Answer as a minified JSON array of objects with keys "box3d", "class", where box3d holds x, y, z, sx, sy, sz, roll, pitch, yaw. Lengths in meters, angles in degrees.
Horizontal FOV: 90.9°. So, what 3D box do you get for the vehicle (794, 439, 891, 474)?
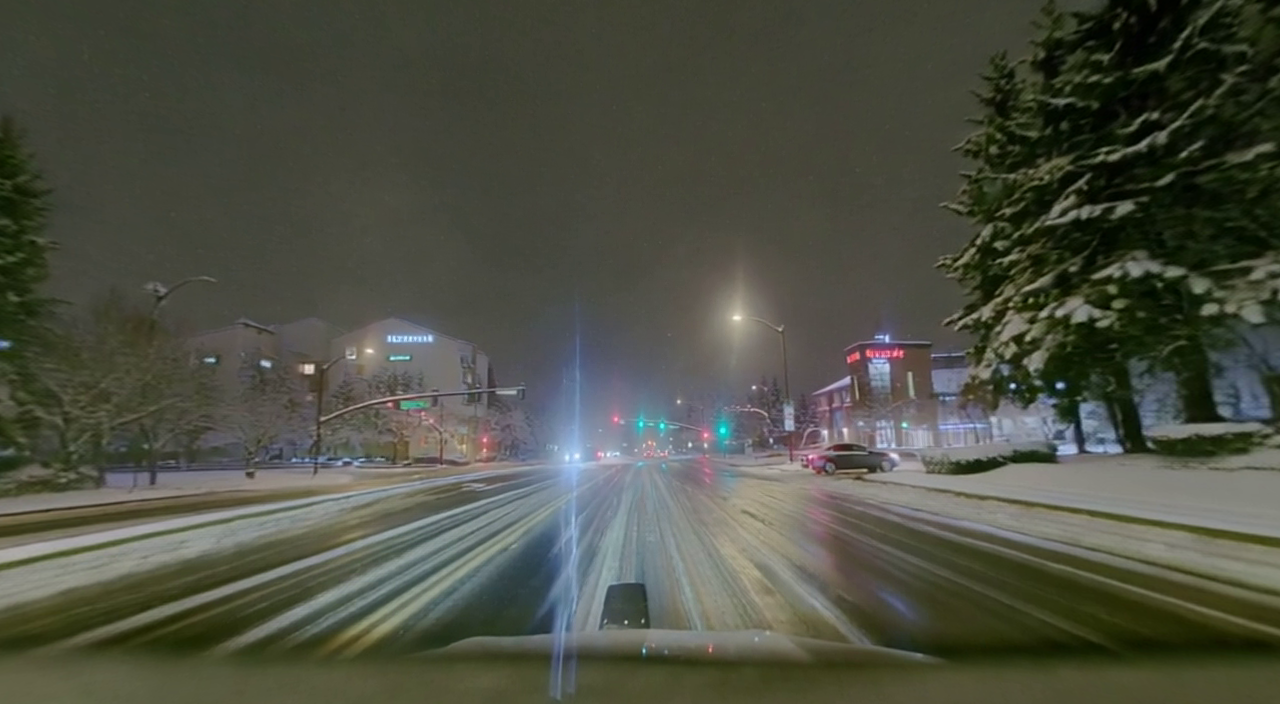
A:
[{"box3d":[9.722,5.033,30.509,4.007,1.591,1.915,-1,-8,2],"class":"vehicle"}]
